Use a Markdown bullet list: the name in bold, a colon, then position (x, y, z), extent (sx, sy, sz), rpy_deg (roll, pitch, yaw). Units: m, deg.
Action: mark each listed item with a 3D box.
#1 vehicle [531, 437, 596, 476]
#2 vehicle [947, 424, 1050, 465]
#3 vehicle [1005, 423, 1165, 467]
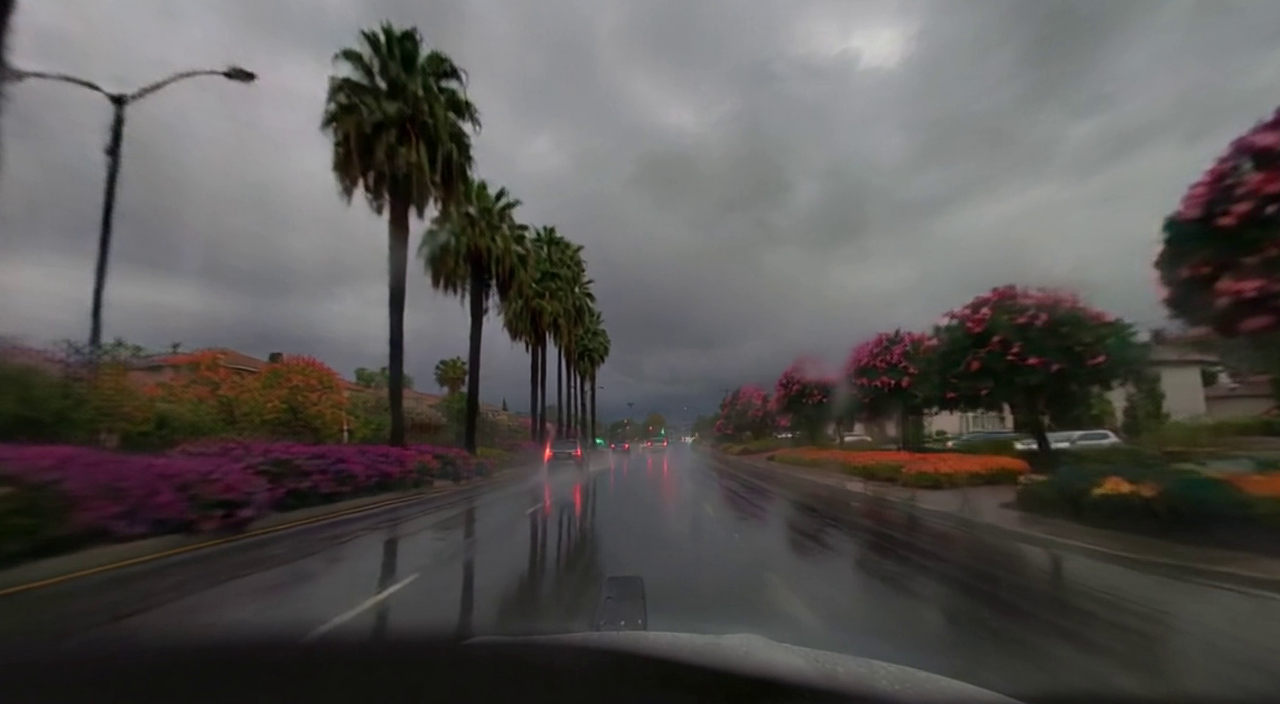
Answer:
- **vehicle**: position (-3.127, 4.402, 26.659), extent (2.036, 1.478, 4.508), rpy_deg (0, -8, 2)
- **vehicle**: position (20.840, 5.397, 36.862), extent (2.624, 2.088, 5.064), rpy_deg (-3, -8, -5)
- **vehicle**: position (21.655, 4.597, 31.003), extent (2.426, 1.902, 6.126), rpy_deg (2, -9, -16)
